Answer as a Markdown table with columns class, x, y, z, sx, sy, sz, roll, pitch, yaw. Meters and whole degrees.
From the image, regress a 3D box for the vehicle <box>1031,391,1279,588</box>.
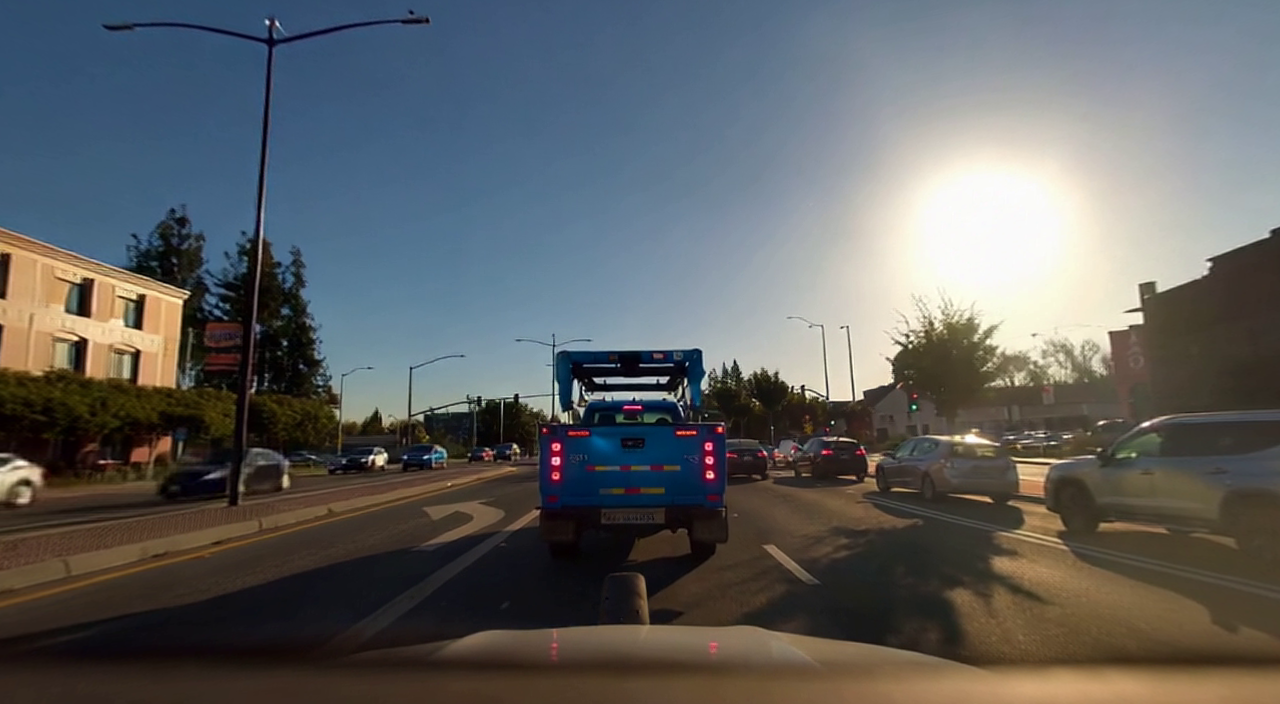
| class | x | y | z | sx | sy | sz | roll | pitch | yaw |
| --- | --- | --- | --- | --- | --- | --- | --- | --- | --- |
| vehicle | 6.828 | 1.442 | 7.019 | 2.023 | 1.771 | 4.488 | 0 | -9 | -1 |

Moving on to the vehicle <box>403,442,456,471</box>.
| class | x | y | z | sx | sy | sz | roll | pitch | yaw |
| --- | --- | --- | --- | --- | --- | --- | --- | --- | --- |
| vehicle | -12.107 | 6.027 | 36.490 | 1.781 | 1.558 | 3.688 | 0 | -9 | 0 |

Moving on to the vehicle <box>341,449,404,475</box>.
| class | x | y | z | sx | sy | sz | roll | pitch | yaw |
| --- | --- | --- | --- | --- | --- | --- | --- | --- | --- |
| vehicle | -15.662 | 6.444 | 37.254 | 1.854 | 1.364 | 4.357 | 0 | -9 | 0 |

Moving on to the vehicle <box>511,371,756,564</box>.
| class | x | y | z | sx | sy | sz | roll | pitch | yaw |
| --- | --- | --- | --- | --- | --- | --- | --- | --- | --- |
| vehicle | -0.115 | 1.696 | 9.894 | 2.682 | 2.117 | 5.706 | 0 | -9 | -1 |

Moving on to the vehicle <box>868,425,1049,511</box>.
| class | x | y | z | sx | sy | sz | roll | pitch | yaw |
| --- | --- | --- | --- | --- | --- | --- | --- | --- | --- |
| vehicle | 7.067 | 2.613 | 14.651 | 1.931 | 1.692 | 4.267 | 0 | -9 | 0 |

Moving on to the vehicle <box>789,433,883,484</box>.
| class | x | y | z | sx | sy | sz | roll | pitch | yaw |
| --- | --- | --- | --- | --- | --- | --- | --- | --- | --- |
| vehicle | 7.070 | 3.872 | 23.278 | 1.953 | 1.665 | 4.327 | 0 | -9 | -2 |

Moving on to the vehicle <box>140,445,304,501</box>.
| class | x | y | z | sx | sy | sz | roll | pitch | yaw |
| --- | --- | --- | --- | --- | --- | --- | --- | --- | --- |
| vehicle | -12.269 | 3.534 | 18.986 | 1.906 | 1.461 | 4.333 | 0 | -9 | 1 |
